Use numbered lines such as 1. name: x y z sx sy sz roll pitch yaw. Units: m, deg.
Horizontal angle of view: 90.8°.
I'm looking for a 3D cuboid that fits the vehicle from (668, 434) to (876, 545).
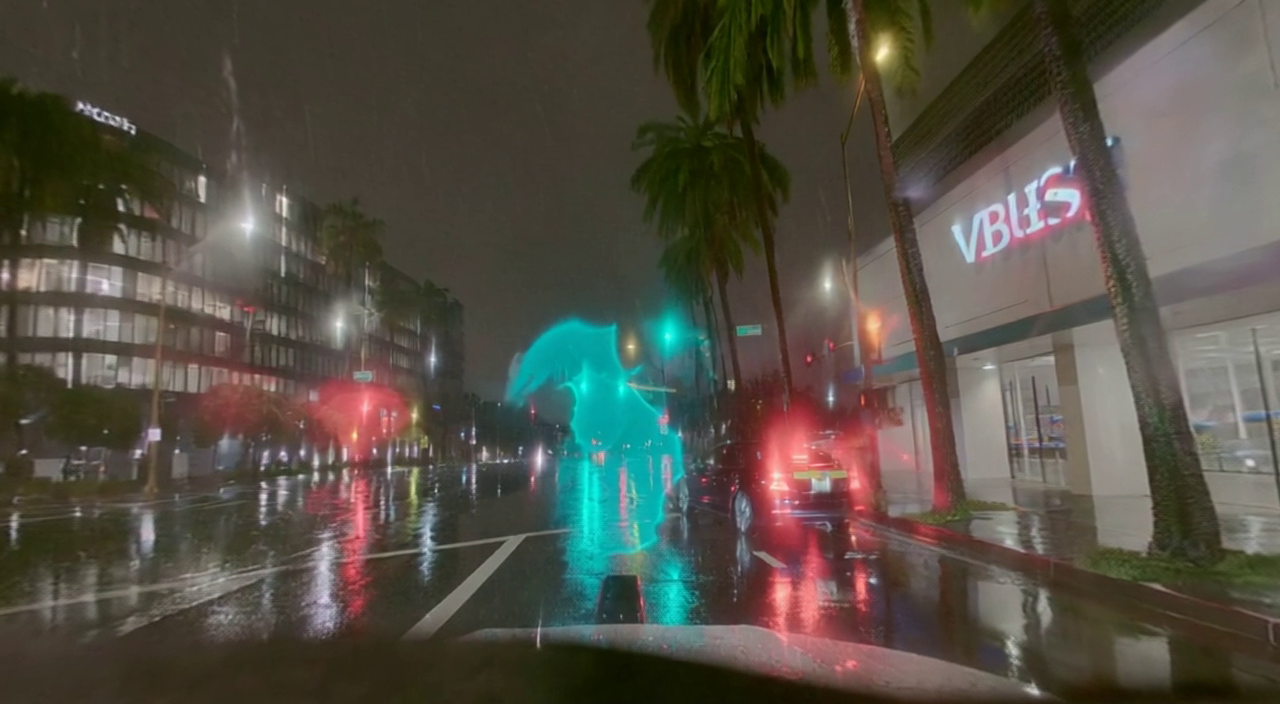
1. vehicle: 1.919 2.205 10.976 2.090 1.466 4.676 1 -8 -7
